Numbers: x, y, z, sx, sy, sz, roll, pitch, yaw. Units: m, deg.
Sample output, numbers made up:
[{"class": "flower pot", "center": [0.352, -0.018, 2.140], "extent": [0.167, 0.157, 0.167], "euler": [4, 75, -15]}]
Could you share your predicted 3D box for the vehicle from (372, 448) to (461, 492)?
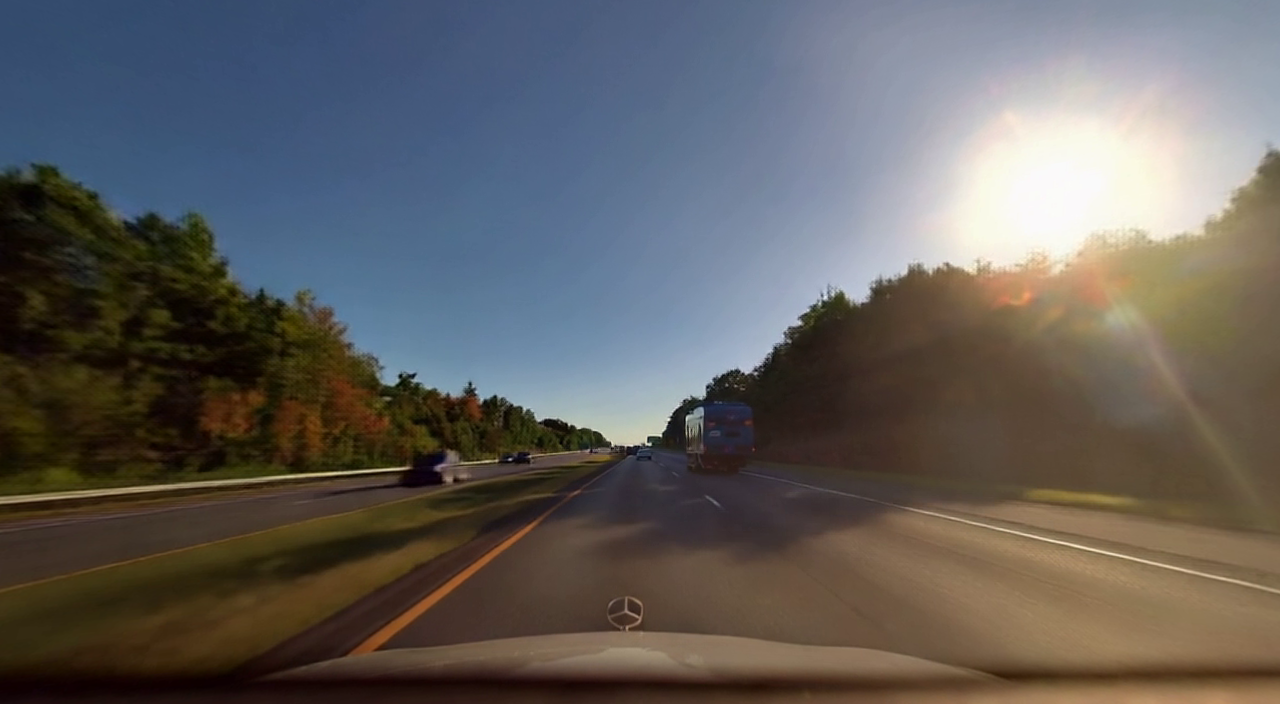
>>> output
[{"class": "vehicle", "center": [-8.704, 4.583, 24.936], "extent": [1.920, 1.564, 4.208], "euler": [0, -9, 0]}]

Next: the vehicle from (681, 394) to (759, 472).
[{"class": "vehicle", "center": [4.708, 5.408, 40.706], "extent": [2.939, 4.129, 14.300], "euler": [0, -9, -1]}]

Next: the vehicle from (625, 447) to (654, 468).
[{"class": "vehicle", "center": [-0.069, 7.231, 43.285], "extent": [1.926, 1.386, 3.615], "euler": [0, -9, -1]}]
